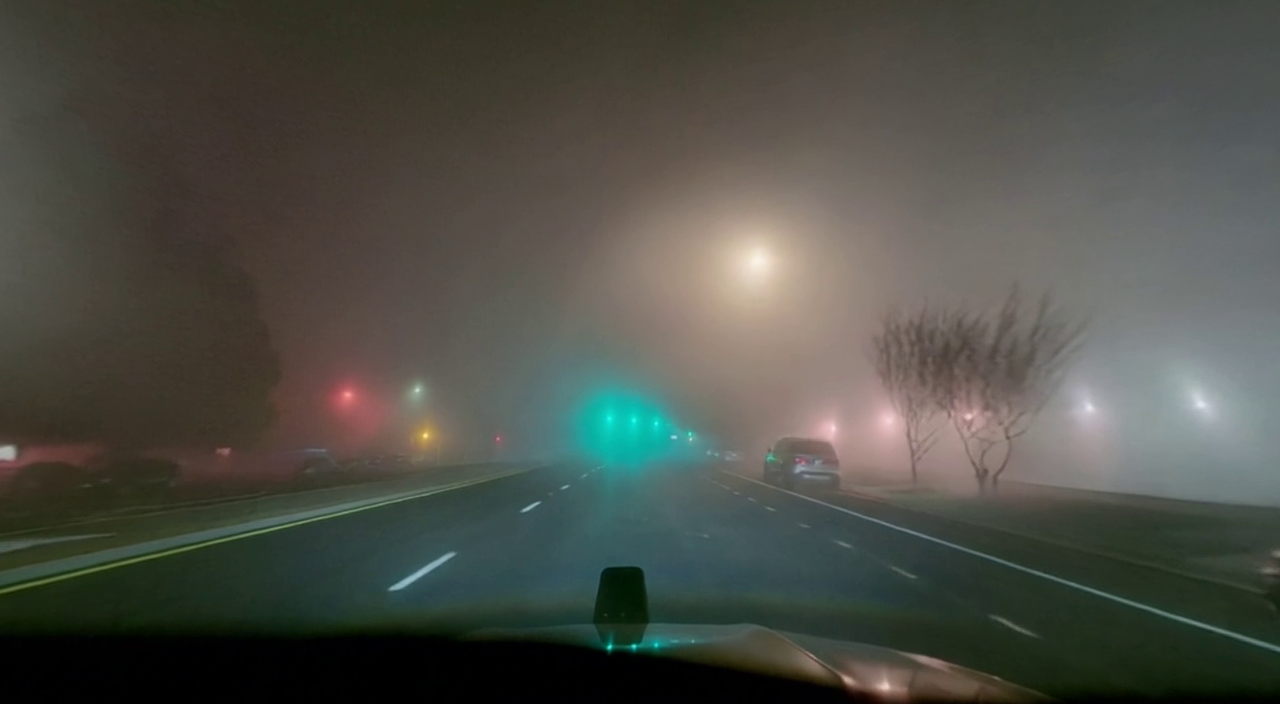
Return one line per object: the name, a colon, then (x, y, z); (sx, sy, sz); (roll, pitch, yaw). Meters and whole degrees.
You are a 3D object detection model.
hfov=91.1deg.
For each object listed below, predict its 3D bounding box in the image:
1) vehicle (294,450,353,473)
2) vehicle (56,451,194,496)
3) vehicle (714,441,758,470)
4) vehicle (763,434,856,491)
vehicle: (-22.302, 7.717, 44.484); (1.883, 1.450, 4.659); (1, -9, -2)
vehicle: (-22.002, 5.161, 27.094); (1.911, 1.473, 4.610); (-1, -6, 3)
vehicle: (5.972, 6.507, 39.609); (1.918, 1.662, 4.393); (1, -9, -2)
vehicle: (5.895, 3.890, 22.453); (2.004, 1.816, 4.585); (0, -9, 0)
